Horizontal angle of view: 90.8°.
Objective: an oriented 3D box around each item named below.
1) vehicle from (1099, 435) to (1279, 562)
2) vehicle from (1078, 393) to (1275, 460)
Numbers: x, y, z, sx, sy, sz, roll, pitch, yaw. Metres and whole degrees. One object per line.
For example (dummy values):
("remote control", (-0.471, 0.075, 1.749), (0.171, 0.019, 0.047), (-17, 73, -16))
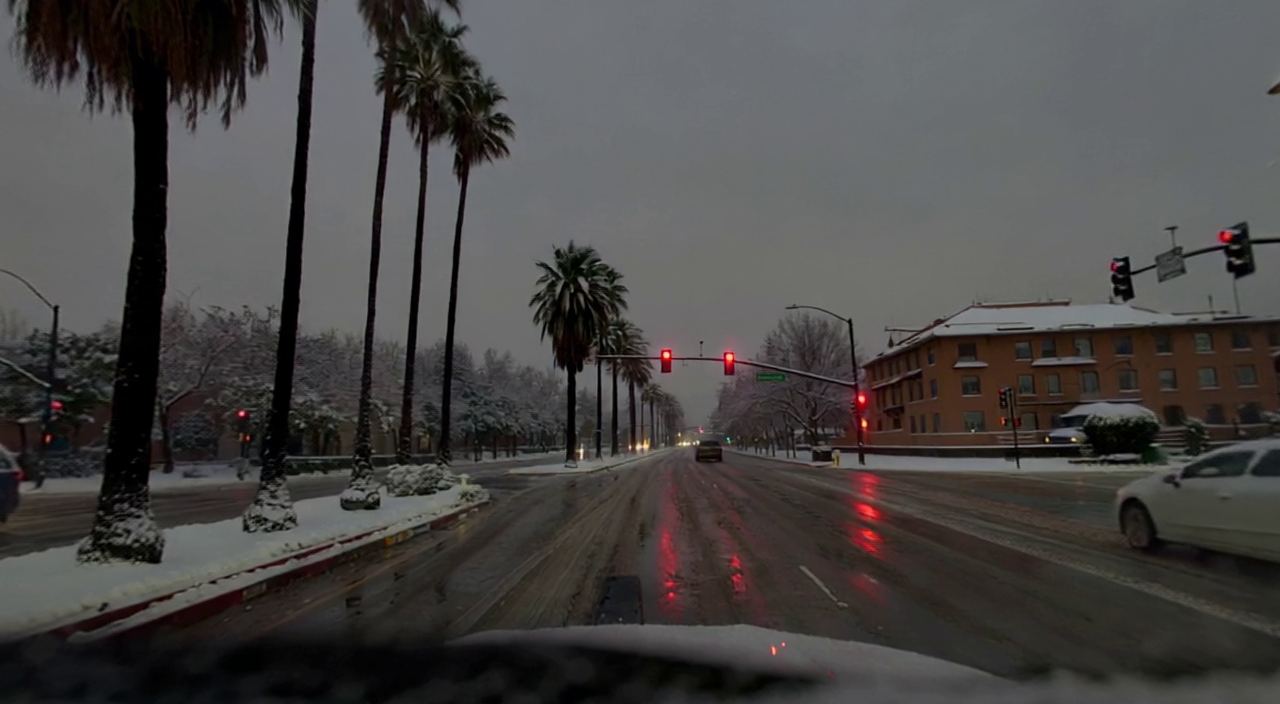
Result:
("vehicle", (8.461, 1.756, 7.667), (2.003, 1.475, 4.520), (1, -9, -8))
("vehicle", (32.613, 4.726, 39.339), (2.863, 3.609, 10.252), (0, -8, -3))
